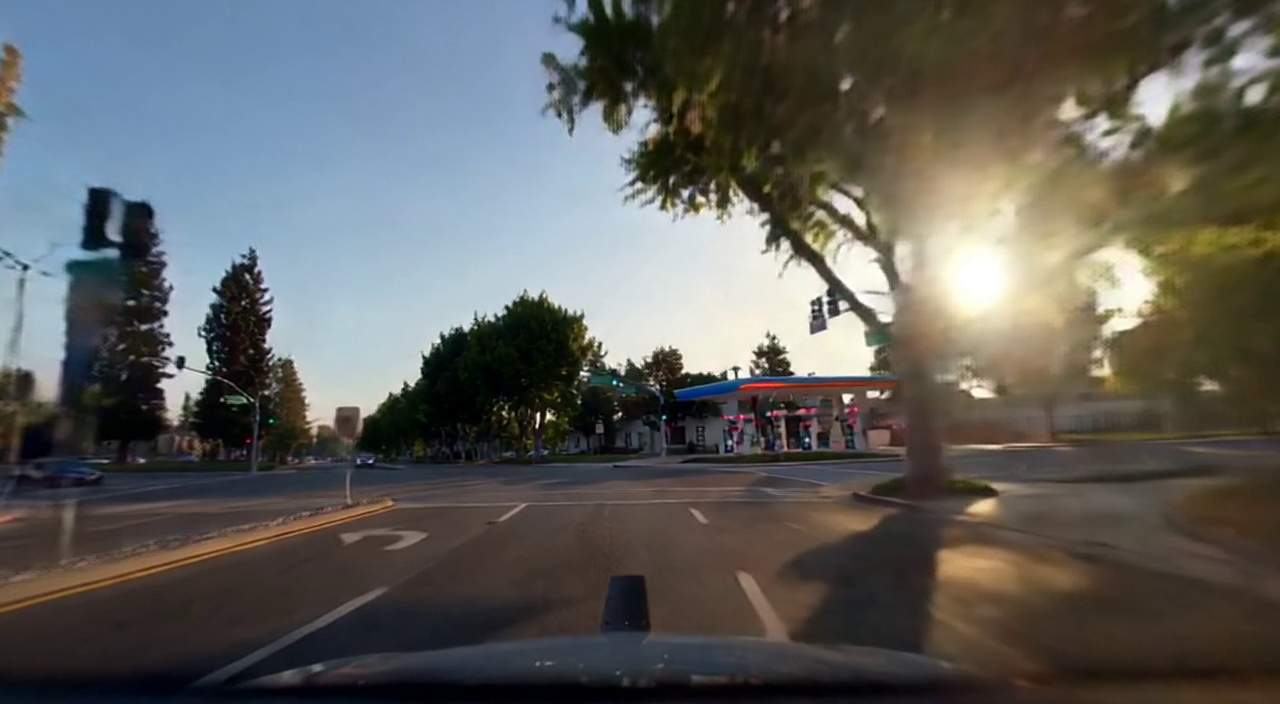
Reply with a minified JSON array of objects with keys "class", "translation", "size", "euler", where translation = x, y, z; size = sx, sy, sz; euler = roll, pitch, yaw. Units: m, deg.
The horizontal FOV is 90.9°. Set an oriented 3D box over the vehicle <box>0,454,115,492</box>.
[{"class":"vehicle","translation":[-28.419,5.858,30.585],"size":[4.559,1.608,1.961],"euler":[-3,-7,10]}]
